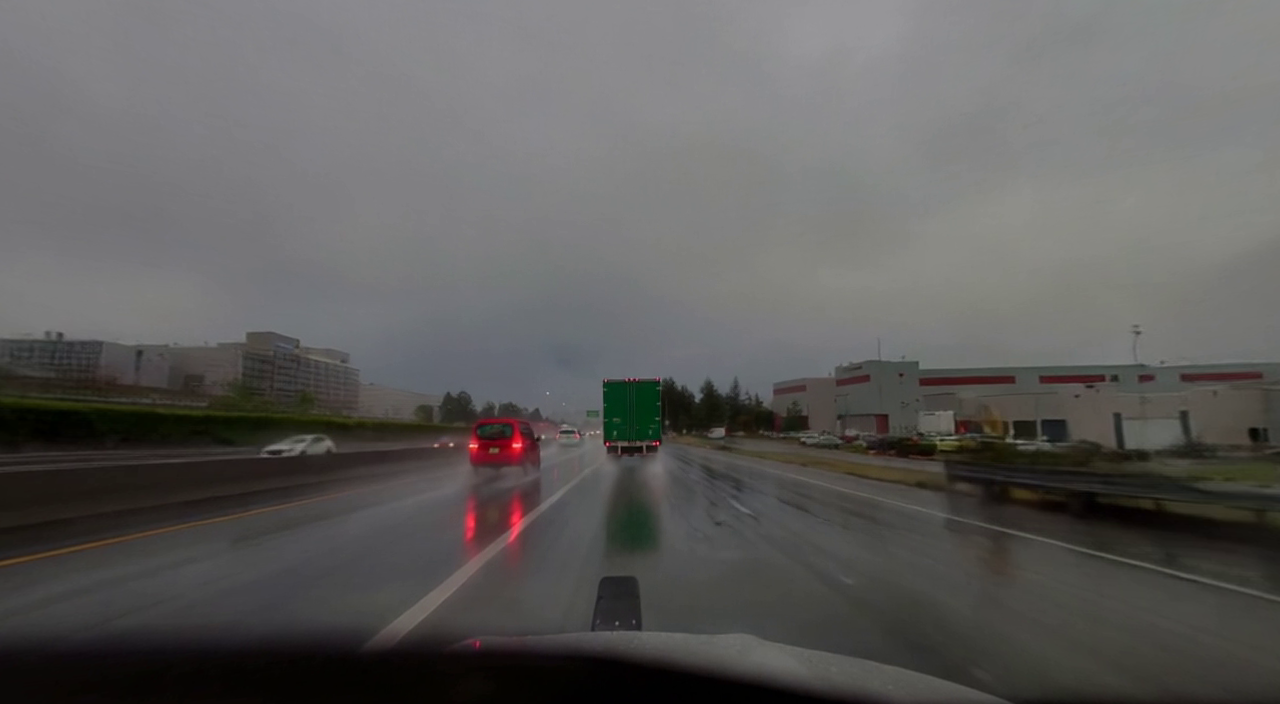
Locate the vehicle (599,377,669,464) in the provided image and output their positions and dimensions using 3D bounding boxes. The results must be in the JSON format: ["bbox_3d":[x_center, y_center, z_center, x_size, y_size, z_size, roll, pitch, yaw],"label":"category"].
[{"bbox_3d":[-0.389,3.899,34.659,3.259,4.066,9.891,0,-8,-1],"label":"vehicle"}]

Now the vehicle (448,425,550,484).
[{"bbox_3d":[-4.266,3.187,20.027,2.005,1.602,5.131,0,-8,1],"label":"vehicle"}]

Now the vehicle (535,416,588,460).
[{"bbox_3d":[-5.191,5.807,42.749,2.717,2.714,6.997,0,-8,-1],"label":"vehicle"}]
